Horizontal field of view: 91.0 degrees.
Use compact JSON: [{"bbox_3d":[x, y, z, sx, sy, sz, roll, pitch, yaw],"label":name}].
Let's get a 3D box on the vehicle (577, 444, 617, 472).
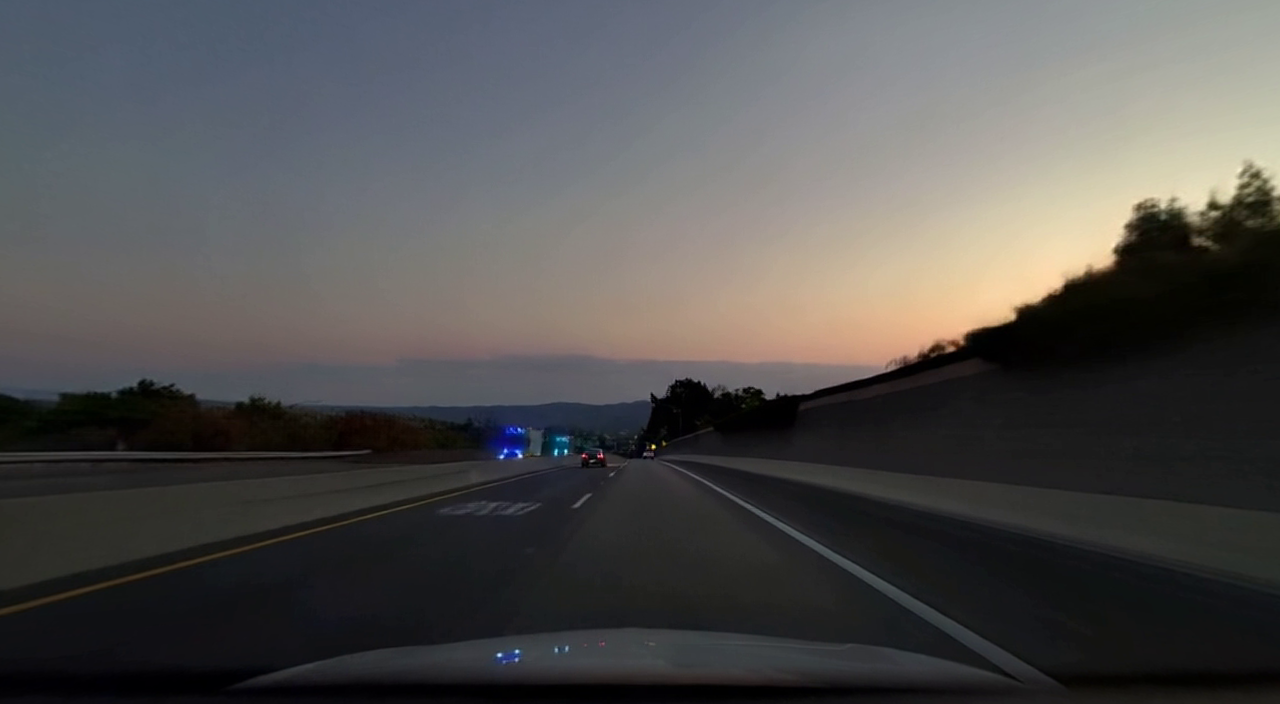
[{"bbox_3d":[-2.459,6.172,36.788,2.050,1.530,4.144,0,-8,0],"label":"vehicle"}]
